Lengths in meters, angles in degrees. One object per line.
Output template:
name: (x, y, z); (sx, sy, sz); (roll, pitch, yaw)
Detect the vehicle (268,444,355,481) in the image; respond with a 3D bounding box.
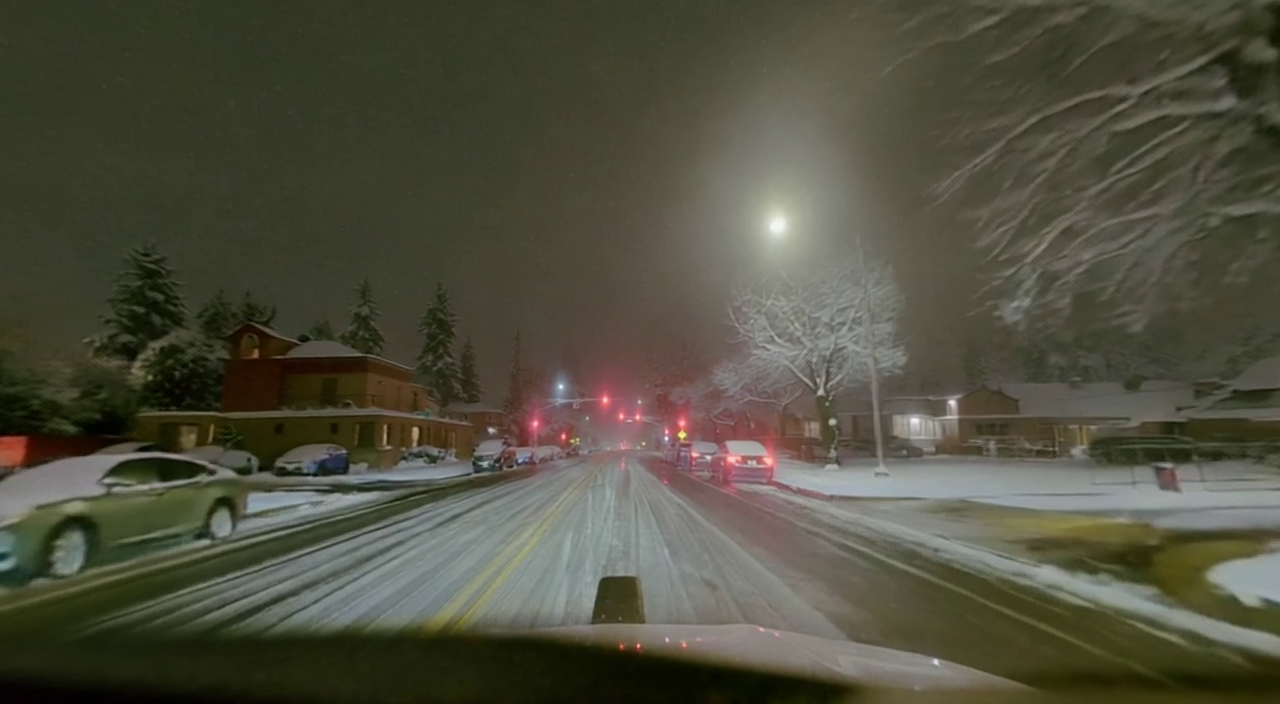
vehicle: (-14.889, 5.010, 28.882); (1.848, 1.562, 3.827); (0, -8, 1)

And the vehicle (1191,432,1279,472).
vehicle: (24.924, 4.011, 25.381); (3.711, 1.539, 1.901); (0, -8, -1)

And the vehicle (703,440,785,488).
vehicle: (3.643, 4.009, 22.955); (1.955, 1.536, 4.395); (0, -8, -4)

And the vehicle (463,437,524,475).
vehicle: (-8.398, 6.002, 36.826); (2.420, 2.004, 5.615); (0, -8, -2)

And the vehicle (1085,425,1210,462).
vehicle: (24.778, 4.500, 30.961); (4.213, 1.644, 2.105); (-2, -9, 1)

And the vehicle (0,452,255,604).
vehicle: (-7.331, 2.061, 8.221); (1.954, 1.430, 4.395); (0, -8, -2)

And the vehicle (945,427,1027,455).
vehicle: (24.317, 6.313, 44.473); (4.476, 1.795, 2.055); (-1, -9, -2)
